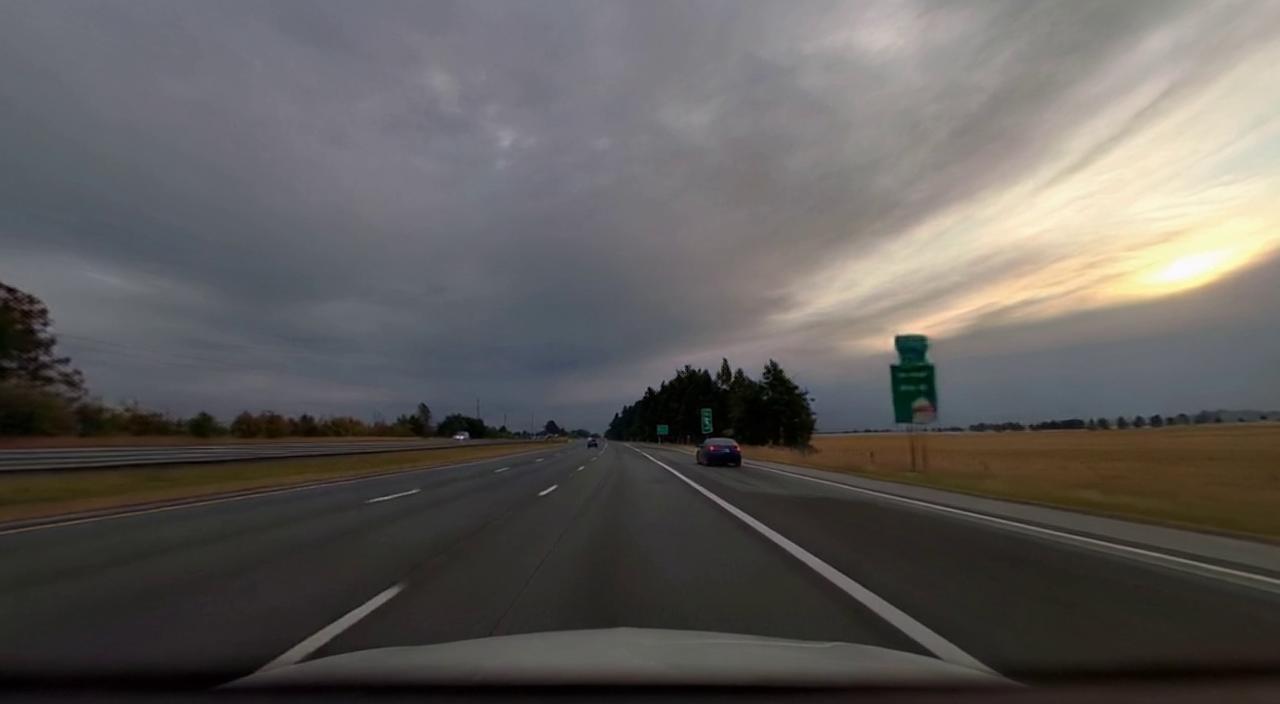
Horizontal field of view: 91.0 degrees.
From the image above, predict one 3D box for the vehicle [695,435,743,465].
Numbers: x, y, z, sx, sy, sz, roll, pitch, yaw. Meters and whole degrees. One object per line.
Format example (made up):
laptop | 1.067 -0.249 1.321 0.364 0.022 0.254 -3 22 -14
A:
vehicle | 4.429 5.553 35.924 2.084 1.614 4.762 0 -8 -1
